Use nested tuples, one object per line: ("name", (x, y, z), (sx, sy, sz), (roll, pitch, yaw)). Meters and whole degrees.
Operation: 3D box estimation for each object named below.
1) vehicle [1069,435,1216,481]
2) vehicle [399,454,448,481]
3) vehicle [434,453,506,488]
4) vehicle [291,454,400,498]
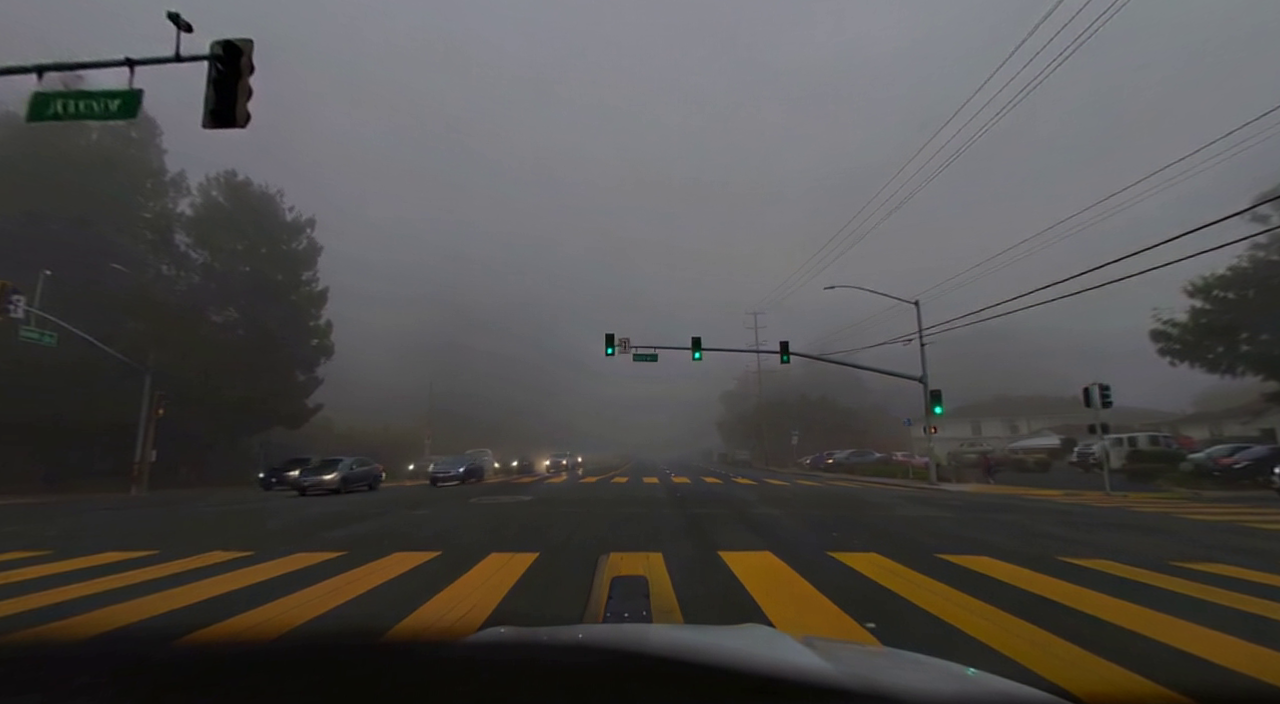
("vehicle", (25.310, 5.336, 32.076), (2.177, 2.086, 5.514), (2, -9, -13))
("vehicle", (-13.916, 7.449, 40.757), (1.783, 1.592, 3.978), (0, -8, 0))
("vehicle", (-7.712, 5.383, 29.029), (1.958, 1.415, 4.312), (-1, -8, 2))
("vehicle", (-10.991, 4.630, 23.936), (2.007, 1.451, 4.242), (0, -8, 1))
